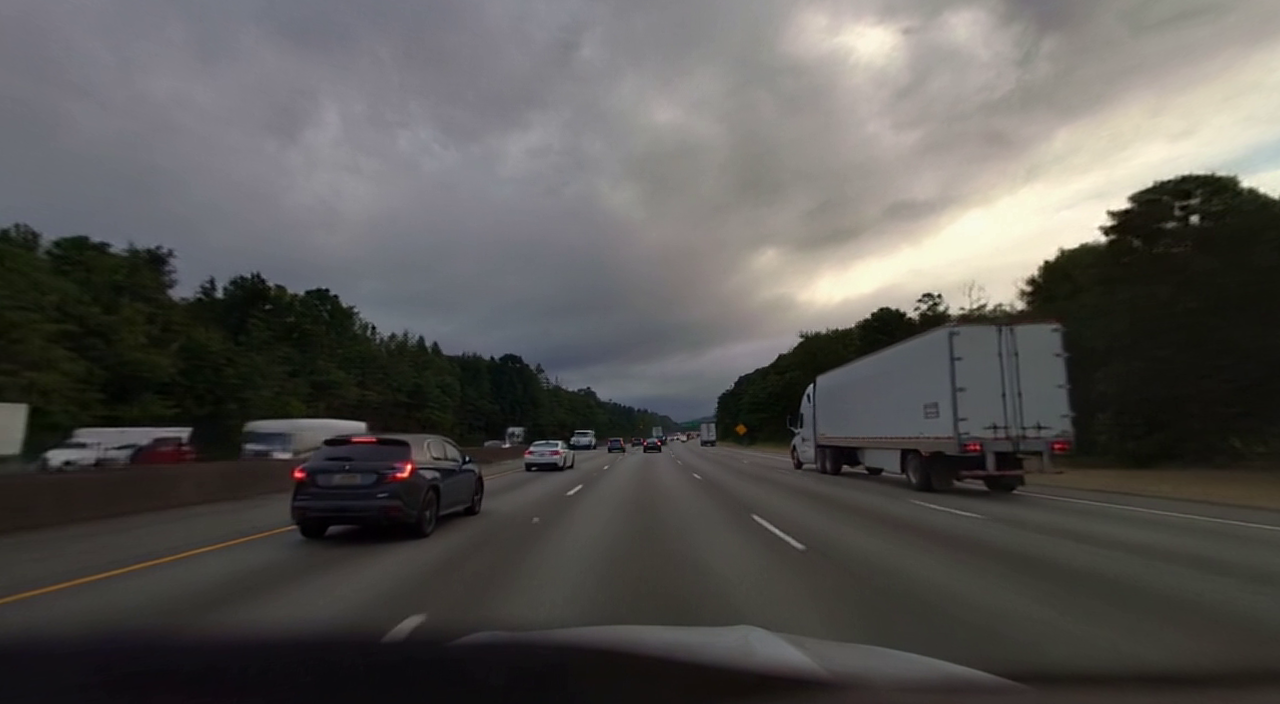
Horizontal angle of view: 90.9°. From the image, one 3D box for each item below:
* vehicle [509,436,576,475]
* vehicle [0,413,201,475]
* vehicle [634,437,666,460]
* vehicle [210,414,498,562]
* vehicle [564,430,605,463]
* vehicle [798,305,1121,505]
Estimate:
[{"bbox_3d":[-3.897,4.185,25.881,2.013,1.460,4.027,0,-8,1],"label":"vehicle"},{"bbox_3d":[-27.712,4.719,32.789,2.707,2.733,9.393,0,-8,2],"label":"vehicle"},{"bbox_3d":[0.643,6.456,42.431,2.004,1.465,3.842,0,-8,0],"label":"vehicle"},{"bbox_3d":[-3.645,1.790,9.132,2.137,1.618,4.209,0,-8,1],"label":"vehicle"},{"bbox_3d":[-3.300,5.723,38.362,2.064,1.826,4.263,0,-8,1],"label":"vehicle"},{"bbox_3d":[8.238,1.981,19.932,2.866,4.100,14.057,0,-8,0],"label":"vehicle"}]
